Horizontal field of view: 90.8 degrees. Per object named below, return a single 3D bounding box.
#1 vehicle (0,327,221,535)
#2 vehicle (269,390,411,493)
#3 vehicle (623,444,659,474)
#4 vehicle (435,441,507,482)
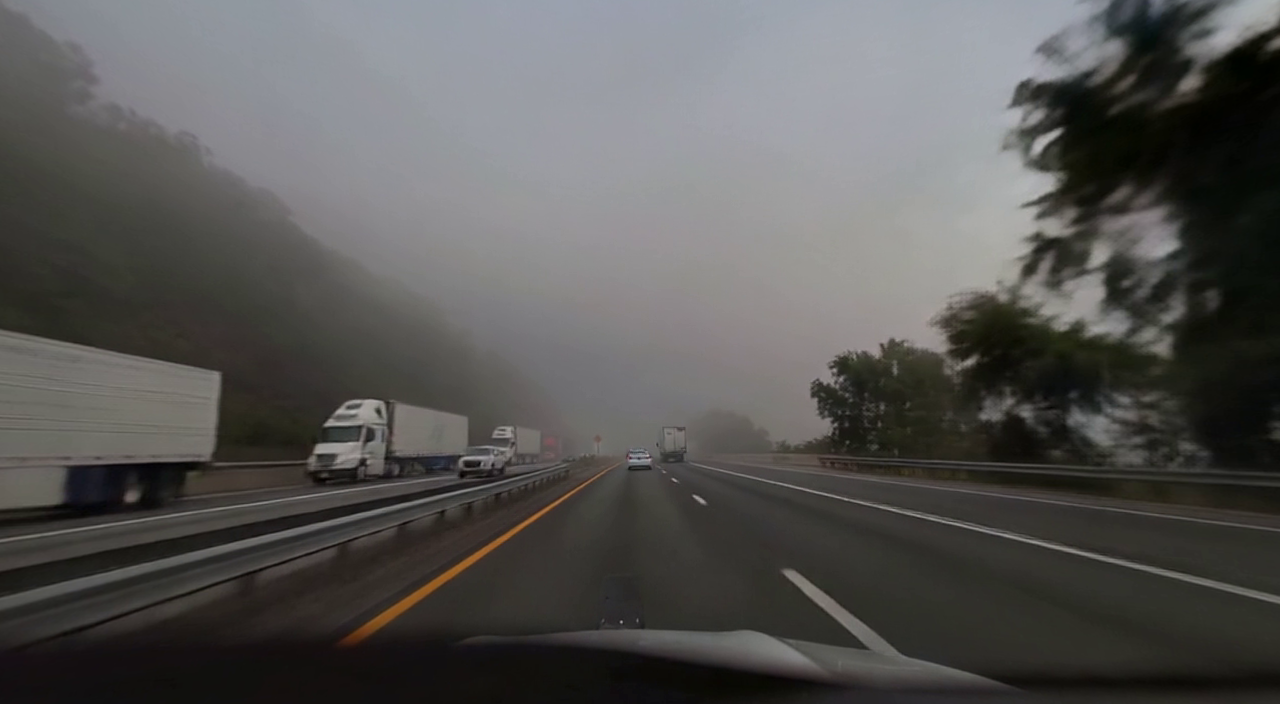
[{"bbox_3d":[-14.022,1.376,11.247,2.829,4.048,14.297,0,-9,2],"label":"vehicle"},{"bbox_3d":[-12.729,3.930,27.591,3.002,3.963,6.351,0,-9,-1],"label":"vehicle"},{"bbox_3d":[0.040,6.550,38.880,2.137,1.689,4.051,0,-9,-1],"label":"vehicle"},{"bbox_3d":[-8.530,5.570,32.402,2.292,1.917,5.174,0,-9,-1],"label":"vehicle"}]
